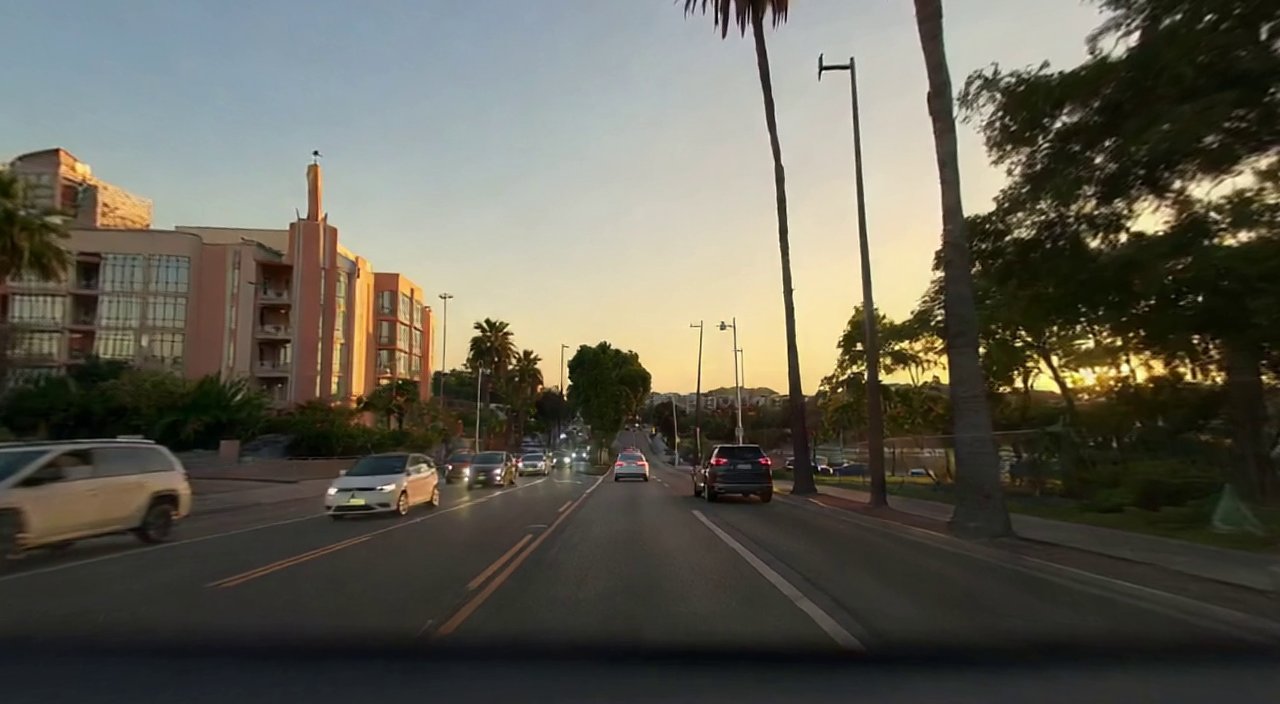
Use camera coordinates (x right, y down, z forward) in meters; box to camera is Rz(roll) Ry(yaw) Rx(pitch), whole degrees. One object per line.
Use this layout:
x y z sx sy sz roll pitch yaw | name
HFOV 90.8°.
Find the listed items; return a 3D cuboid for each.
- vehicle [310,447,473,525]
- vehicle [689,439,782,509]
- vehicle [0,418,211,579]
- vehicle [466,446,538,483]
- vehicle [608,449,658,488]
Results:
-5.763 3.127 15.459 2.106 1.566 4.631 0 -8 0 | vehicle
2.732 3.599 19.211 1.995 1.858 4.333 0 -8 -2 | vehicle
-9.022 2.031 9.258 2.218 1.962 4.611 0 -8 0 | vehicle
-5.900 4.843 27.594 2.083 1.451 4.707 0 -8 0 | vehicle
-0.336 5.459 29.861 2.196 1.655 3.939 0 -8 -1 | vehicle
